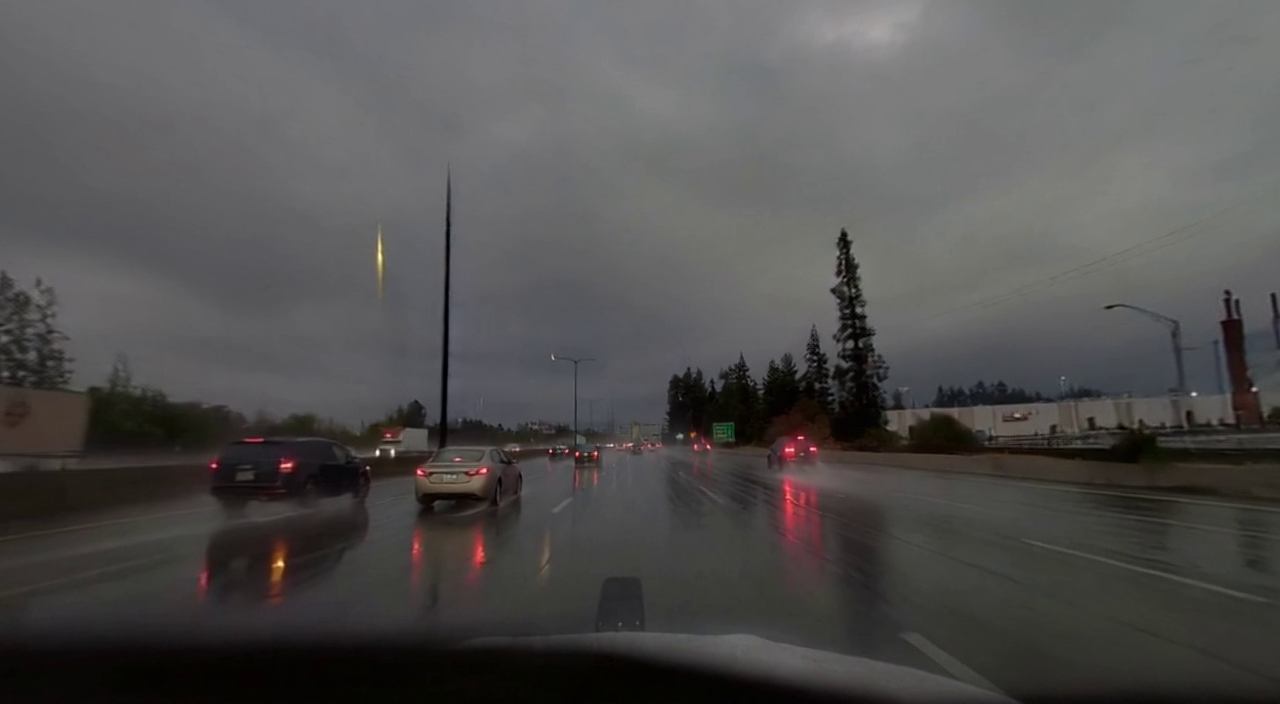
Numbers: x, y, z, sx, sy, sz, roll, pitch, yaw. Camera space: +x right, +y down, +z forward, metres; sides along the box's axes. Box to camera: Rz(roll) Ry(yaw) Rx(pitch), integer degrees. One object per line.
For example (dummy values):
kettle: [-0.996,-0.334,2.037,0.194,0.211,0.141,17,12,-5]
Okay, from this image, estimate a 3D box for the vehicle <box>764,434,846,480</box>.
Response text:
vehicle: [6.915,4.442,27.041,2.147,1.769,4.666,0,-9,-1]

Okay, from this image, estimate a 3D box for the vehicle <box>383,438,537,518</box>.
vehicle: [-3.733,2.701,14.131,2.047,1.469,4.614,0,-9,0]

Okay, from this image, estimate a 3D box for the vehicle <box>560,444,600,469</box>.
vehicle: [-3.665,6.489,39.488,2.078,1.464,4.093,0,-9,0]

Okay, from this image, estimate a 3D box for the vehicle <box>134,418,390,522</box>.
vehicle: [-7.541,2.420,13.456,2.310,1.787,4.955,0,-9,1]
